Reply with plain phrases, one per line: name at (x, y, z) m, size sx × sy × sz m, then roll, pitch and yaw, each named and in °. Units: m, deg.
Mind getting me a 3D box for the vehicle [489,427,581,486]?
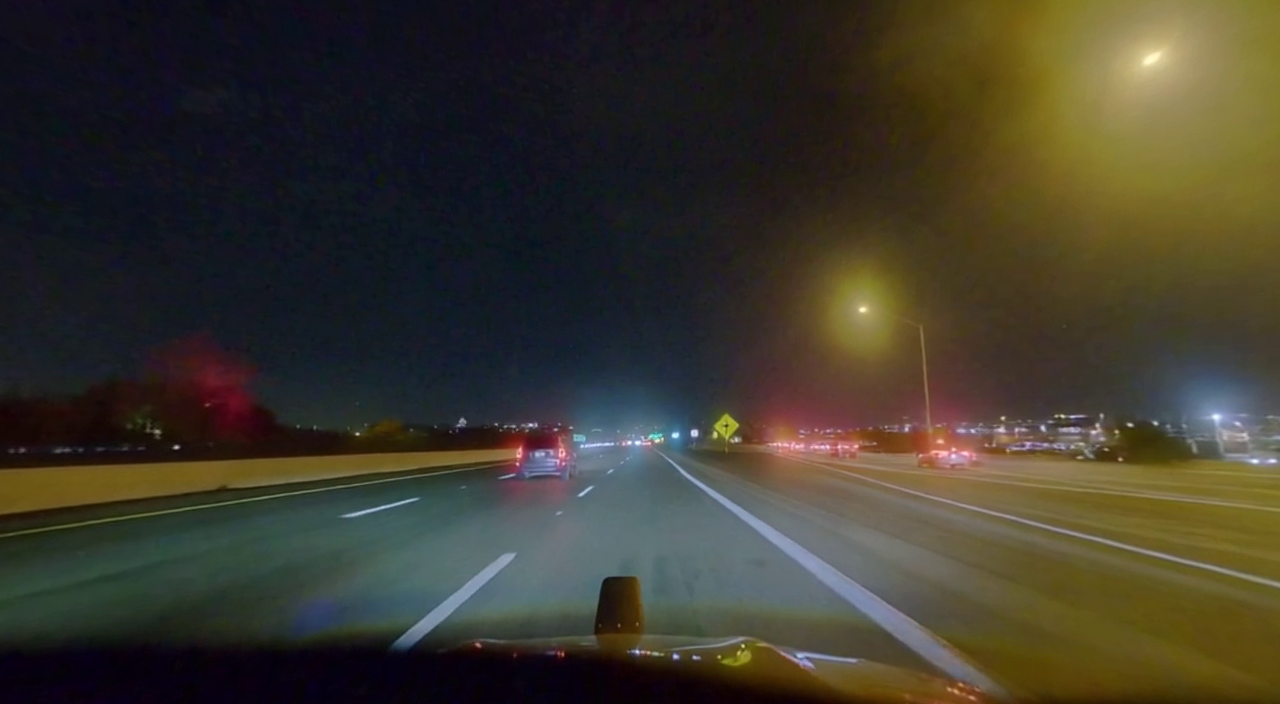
vehicle at (-3.343, 3.465, 21.081) m, size 2.203 × 1.734 × 4.600 m, roll 0°, pitch -9°, yaw 1°
